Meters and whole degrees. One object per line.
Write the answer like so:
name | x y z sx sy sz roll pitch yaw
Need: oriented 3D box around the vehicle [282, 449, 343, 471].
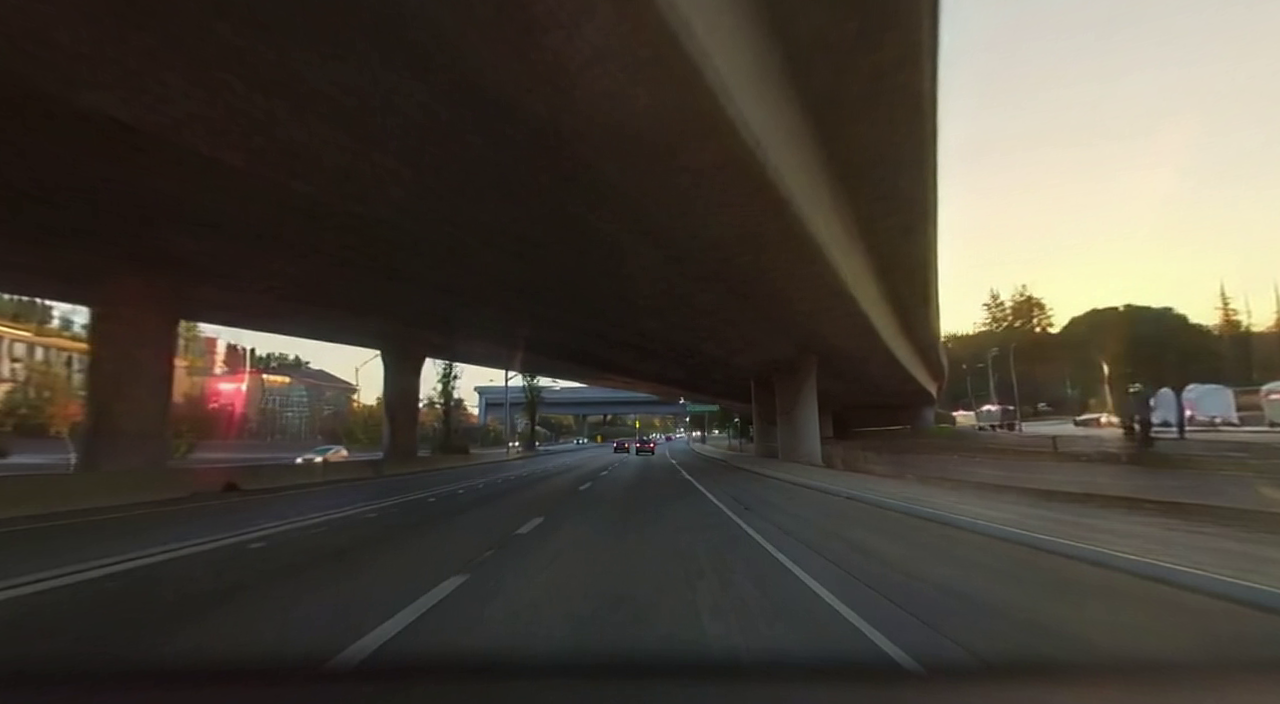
vehicle | -23.886 7.866 46.171 1.904 1.474 4.575 -1 -9 1
